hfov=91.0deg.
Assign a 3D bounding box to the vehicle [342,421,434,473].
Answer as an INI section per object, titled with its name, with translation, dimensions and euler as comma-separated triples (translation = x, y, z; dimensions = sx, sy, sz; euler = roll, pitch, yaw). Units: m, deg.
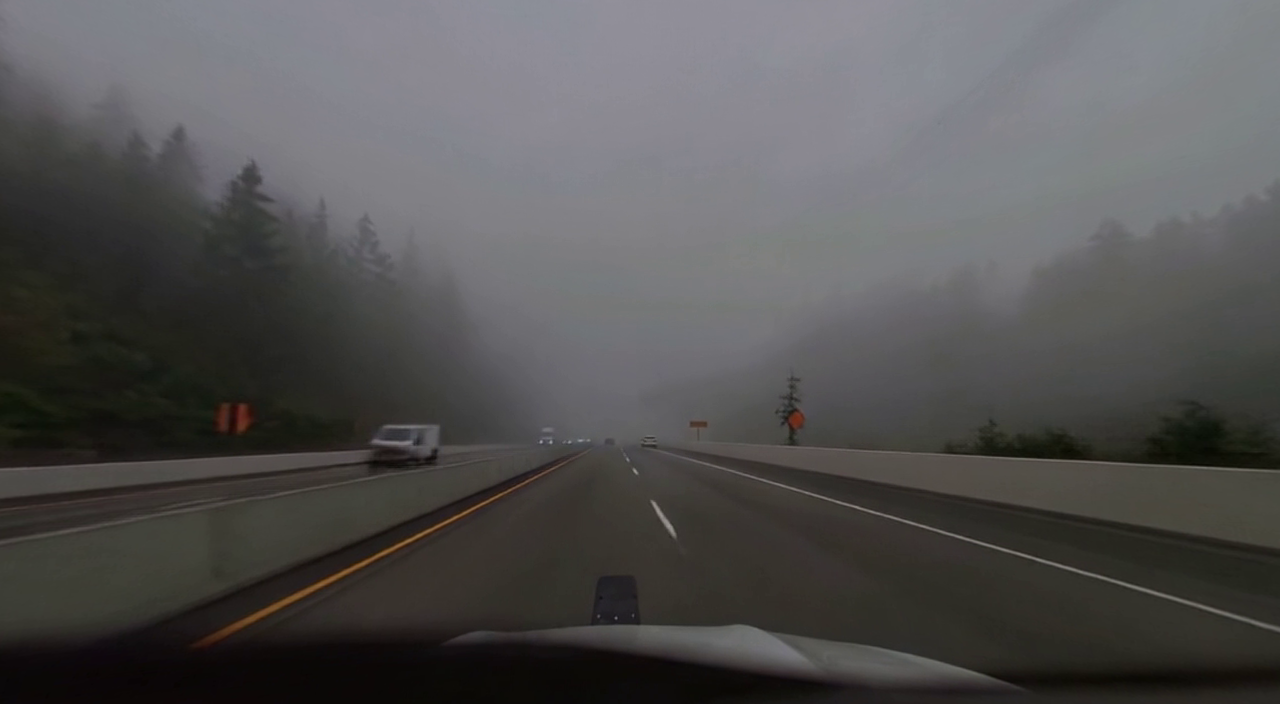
[vehicle]
translation = -12.469, 4.745, 31.710
dimensions = 2.301, 2.310, 5.930
euler = 0, -8, -1
